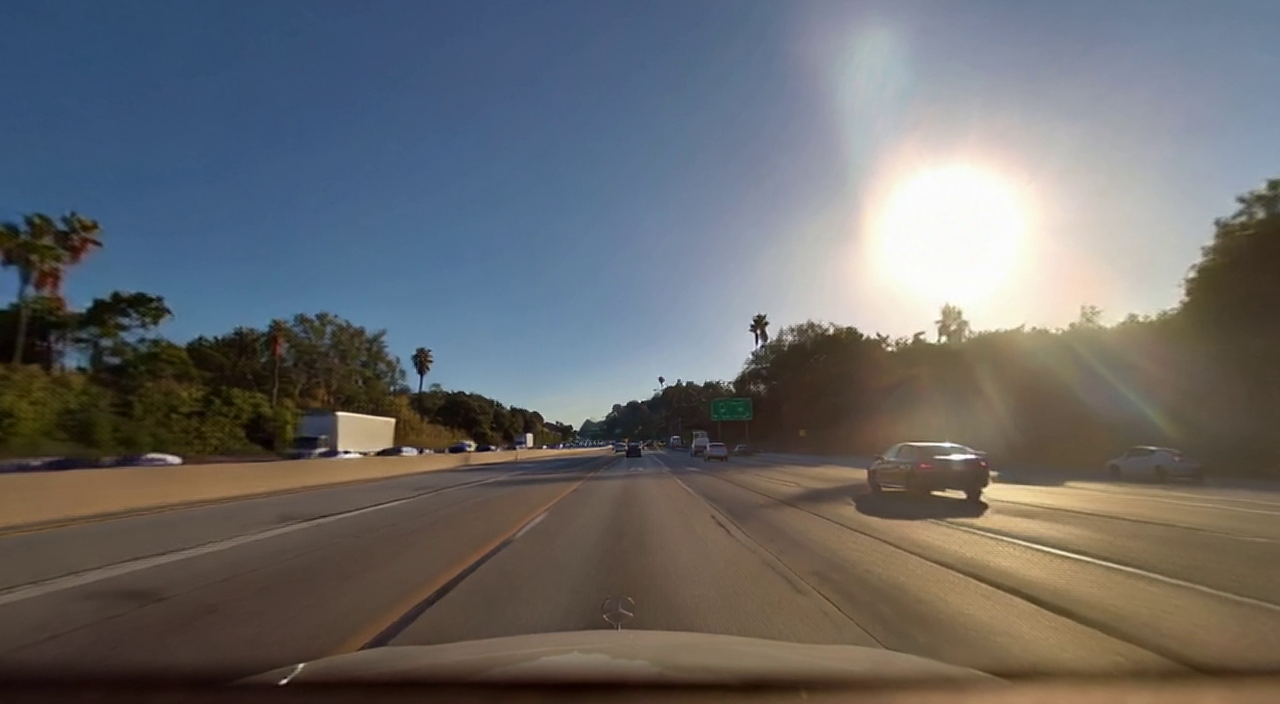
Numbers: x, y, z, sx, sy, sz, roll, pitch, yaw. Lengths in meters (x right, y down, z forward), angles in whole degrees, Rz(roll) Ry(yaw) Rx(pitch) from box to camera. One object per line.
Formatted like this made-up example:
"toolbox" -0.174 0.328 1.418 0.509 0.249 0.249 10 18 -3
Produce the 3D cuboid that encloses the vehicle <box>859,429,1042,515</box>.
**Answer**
"vehicle" 6.761 2.647 14.386 1.902 1.623 4.360 0 -8 -1

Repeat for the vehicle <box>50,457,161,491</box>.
"vehicle" -27.225 6.206 32.287 1.831 1.472 4.368 0 -8 0

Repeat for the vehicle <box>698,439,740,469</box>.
"vehicle" 4.763 6.210 38.510 2.035 1.704 3.867 0 -8 0

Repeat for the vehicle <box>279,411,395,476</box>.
"vehicle" -19.898 6.148 42.272 2.957 3.852 9.397 0 -8 1

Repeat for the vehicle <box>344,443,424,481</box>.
"vehicle" -12.462 5.363 30.973 2.053 1.689 4.406 0 -8 0

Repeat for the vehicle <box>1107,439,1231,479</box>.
"vehicle" 24.105 4.877 28.948 1.887 1.642 4.592 0 -8 3

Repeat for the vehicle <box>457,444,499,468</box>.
"vehicle" -12.151 7.849 47.565 1.960 1.681 4.480 0 -8 0
